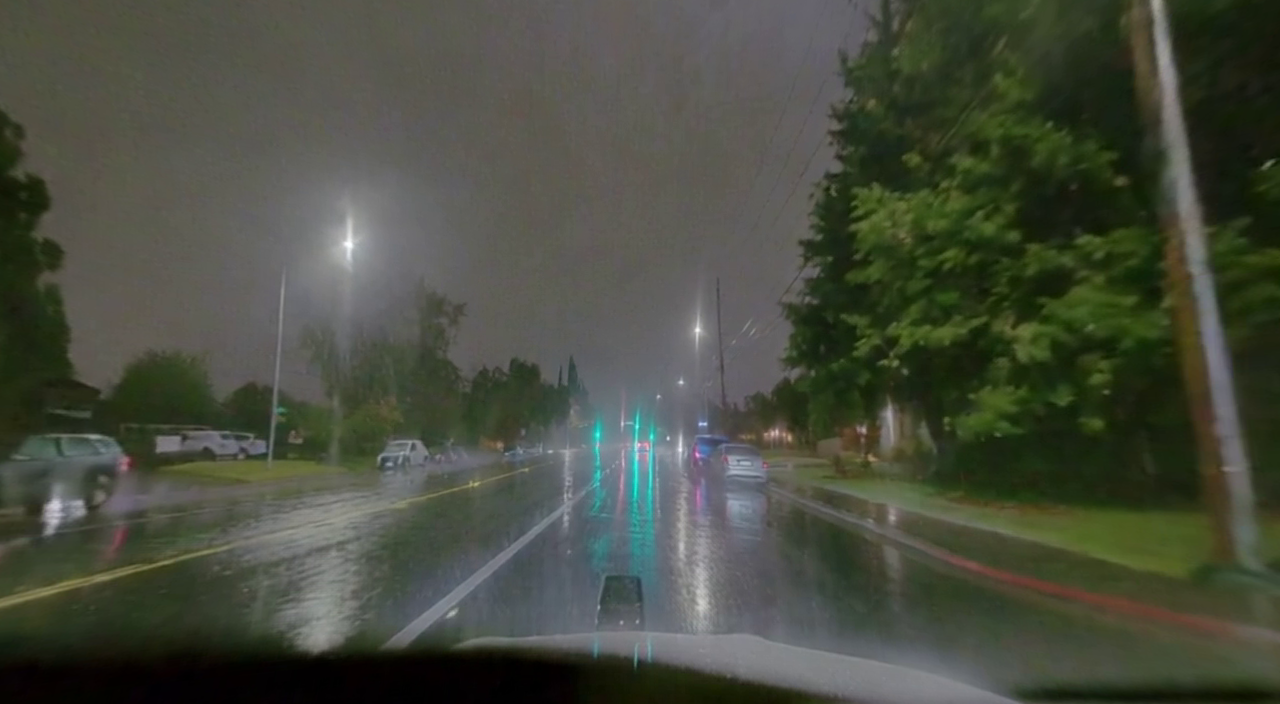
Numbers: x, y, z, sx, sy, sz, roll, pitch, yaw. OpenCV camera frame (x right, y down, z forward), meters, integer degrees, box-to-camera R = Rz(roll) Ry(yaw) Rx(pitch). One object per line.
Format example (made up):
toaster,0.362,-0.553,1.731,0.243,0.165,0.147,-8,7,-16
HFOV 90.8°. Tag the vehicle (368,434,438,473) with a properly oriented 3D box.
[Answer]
vehicle,-13.952,5.956,37.588,2.155,1.991,5.722,-3,-8,-2

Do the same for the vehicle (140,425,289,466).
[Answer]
vehicle,-22.039,4.845,32.877,6.230,1.991,2.456,-1,-8,8

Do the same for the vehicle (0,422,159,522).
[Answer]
vehicle,-13.912,2.609,13.921,2.253,1.969,5.398,0,-9,1

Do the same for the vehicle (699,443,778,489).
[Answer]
vehicle,3.513,4.169,23.586,1.911,1.471,5.151,0,-8,-2
